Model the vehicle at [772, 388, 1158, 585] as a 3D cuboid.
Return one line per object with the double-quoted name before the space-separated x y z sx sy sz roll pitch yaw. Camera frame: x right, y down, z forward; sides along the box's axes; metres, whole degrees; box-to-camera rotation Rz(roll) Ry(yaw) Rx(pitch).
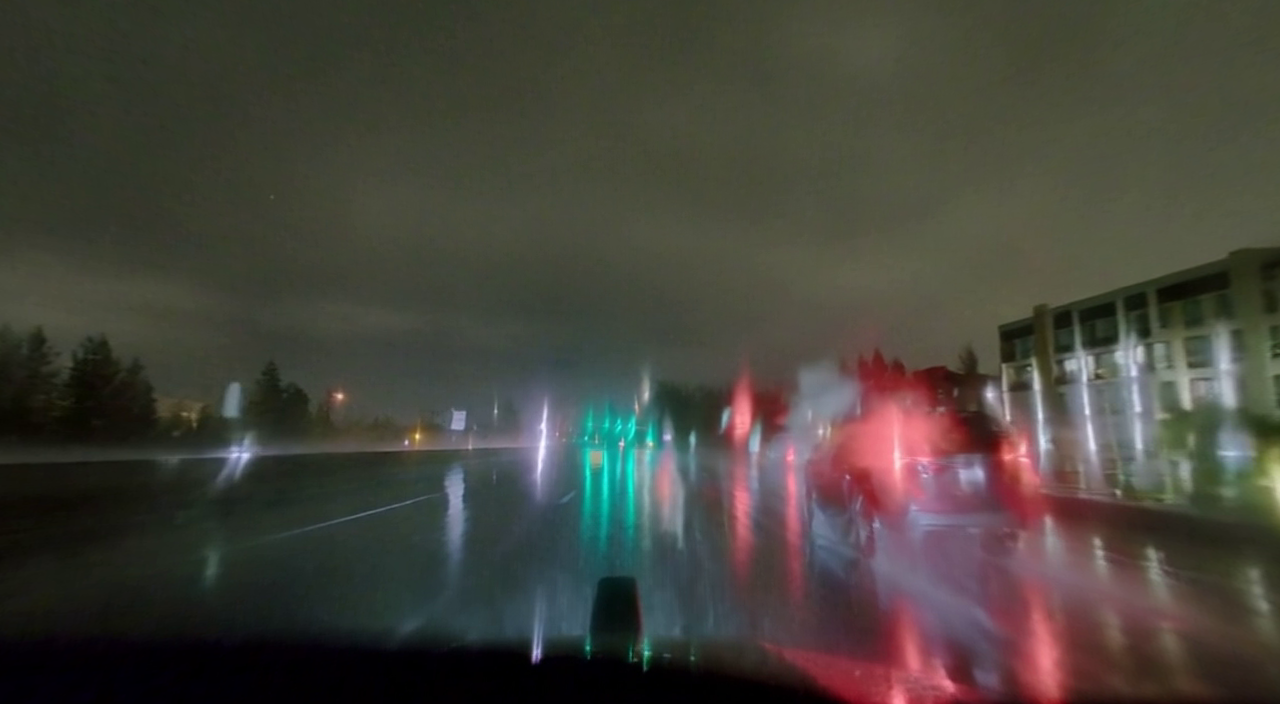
"vehicle" 3.460 1.582 8.266 2.212 1.753 5.064 0 -9 -2
